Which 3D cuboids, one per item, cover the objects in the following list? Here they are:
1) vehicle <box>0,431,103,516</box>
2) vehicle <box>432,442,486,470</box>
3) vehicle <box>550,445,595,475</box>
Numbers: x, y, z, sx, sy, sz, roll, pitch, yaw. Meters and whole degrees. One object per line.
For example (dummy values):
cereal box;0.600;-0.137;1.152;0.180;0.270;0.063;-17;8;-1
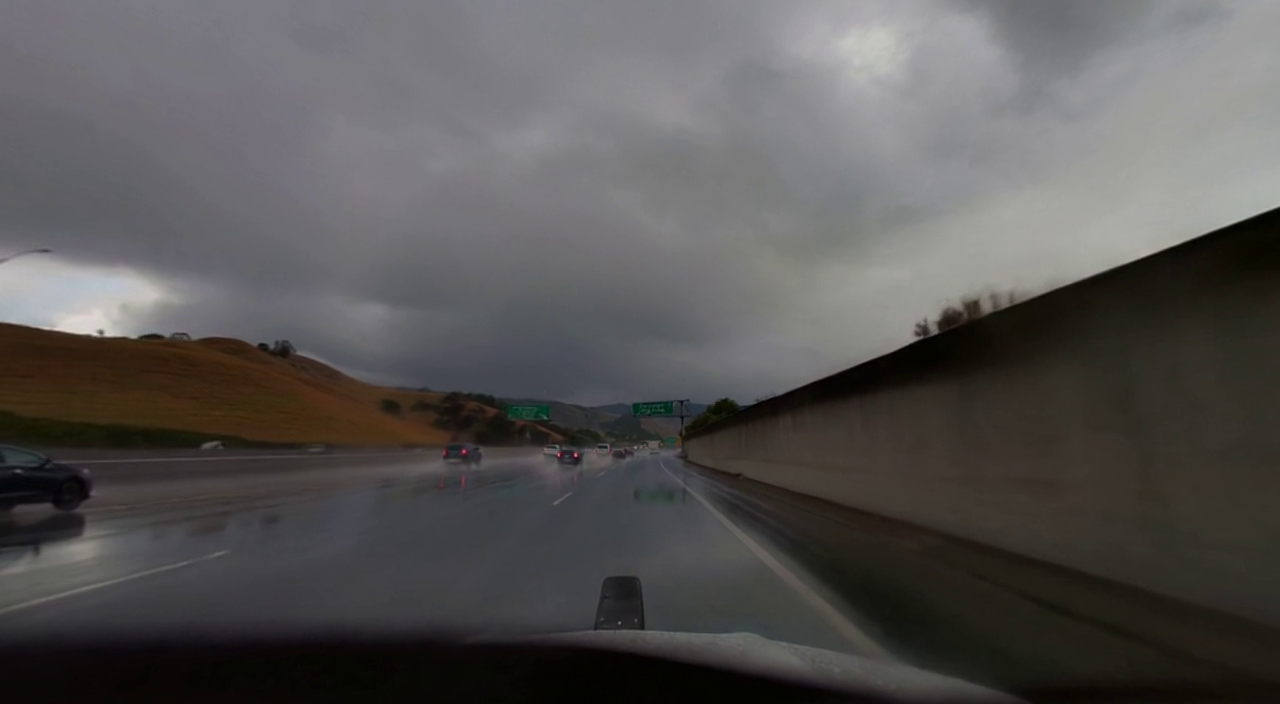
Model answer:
vehicle;-13.307;2.316;12.031;2.035;1.630;4.527;0;-8;2
vehicle;-12.167;6.983;42.716;2.076;1.766;4.831;0;-8;2
vehicle;-3.595;5.848;34.341;1.931;1.492;4.076;0;-8;1
